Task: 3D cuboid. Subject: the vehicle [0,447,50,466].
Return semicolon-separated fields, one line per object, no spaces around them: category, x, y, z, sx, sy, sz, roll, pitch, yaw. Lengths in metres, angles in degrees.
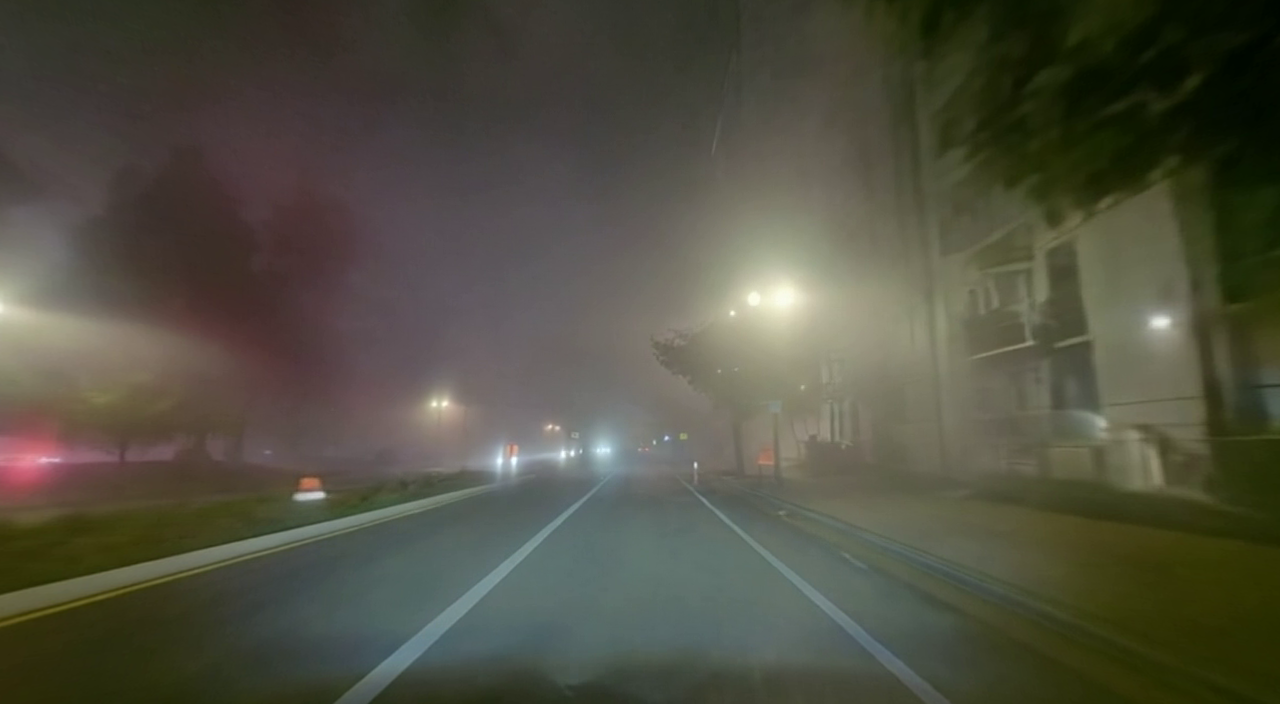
vehicle;-47.834;7.886;47.813;1.773;1.435;4.806;0;-9;-1

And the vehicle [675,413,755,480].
vehicle;3.188;4.117;27.673;2.849;2.686;3.176;-1;-8;-4
